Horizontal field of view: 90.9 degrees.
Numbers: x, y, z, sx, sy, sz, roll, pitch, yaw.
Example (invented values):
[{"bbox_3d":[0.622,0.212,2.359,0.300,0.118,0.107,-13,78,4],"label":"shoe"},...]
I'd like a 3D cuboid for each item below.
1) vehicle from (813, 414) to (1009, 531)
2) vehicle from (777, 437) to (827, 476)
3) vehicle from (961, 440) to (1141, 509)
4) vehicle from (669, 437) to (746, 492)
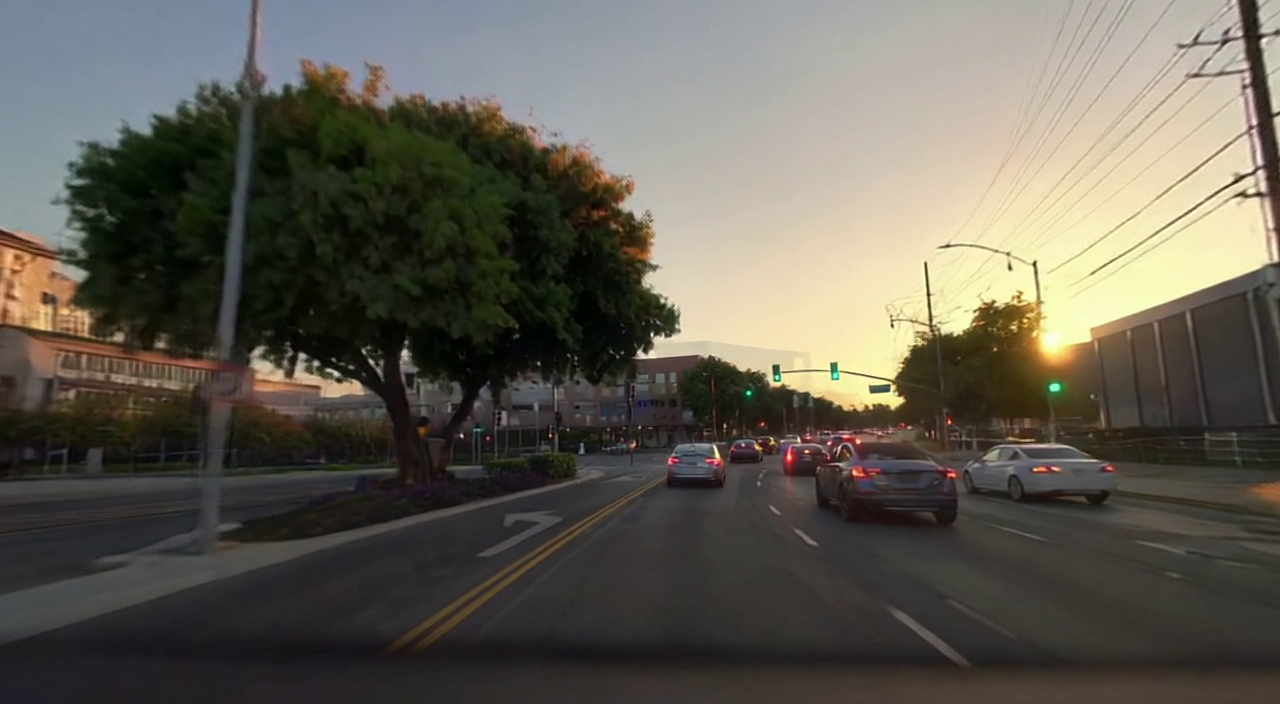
[{"bbox_3d":[4.902,2.246,12.352,2.119,1.810,4.848,-1,-9,6],"label":"vehicle"},{"bbox_3d":[7.305,4.726,28.694,1.896,1.612,4.203,-1,-9,11],"label":"vehicle"},{"bbox_3d":[10.113,3.004,16.042,1.882,1.463,4.543,-1,-9,6],"label":"vehicle"},{"bbox_3d":[2.238,3.494,19.952,2.168,1.527,4.174,-1,-9,9],"label":"vehicle"}]
